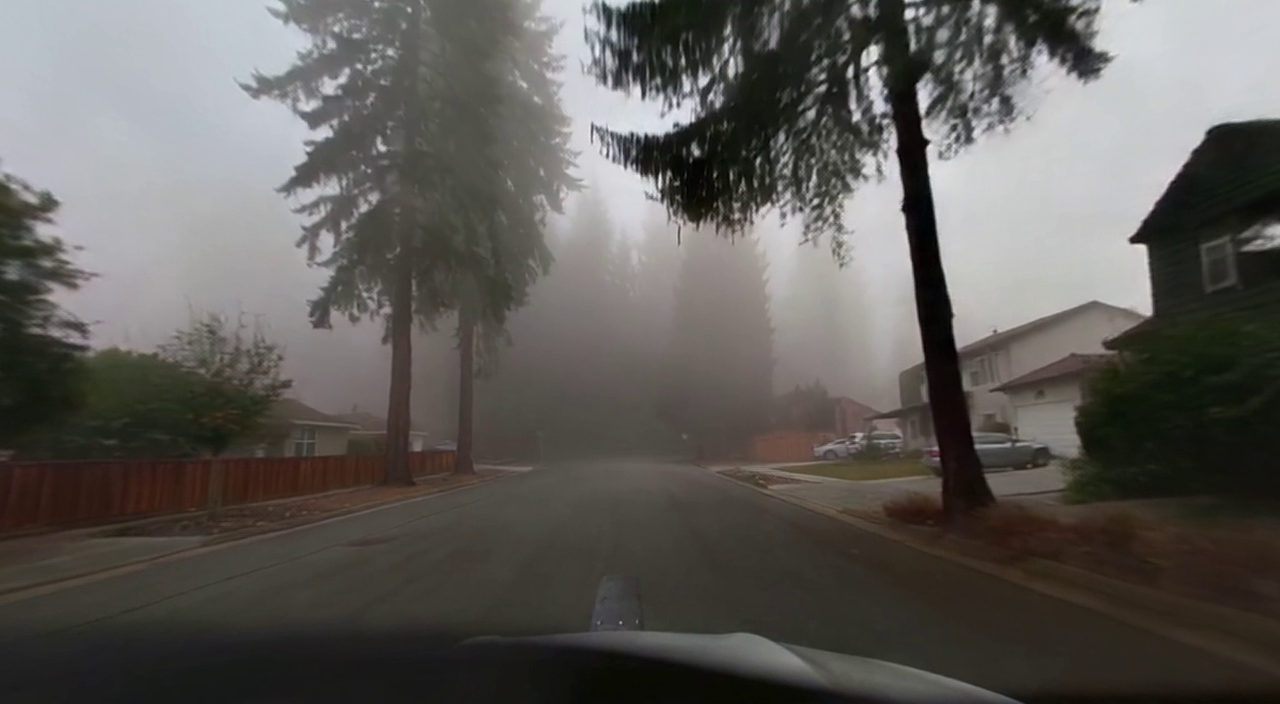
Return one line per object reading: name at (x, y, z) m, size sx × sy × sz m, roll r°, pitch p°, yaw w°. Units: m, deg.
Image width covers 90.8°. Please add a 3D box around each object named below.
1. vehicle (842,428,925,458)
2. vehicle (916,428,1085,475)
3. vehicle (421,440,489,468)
vehicle at (14.258, 5.379, 37.217) m, size 4.261 × 1.725 × 1.955 m, roll -2°, pitch -9°, yaw 13°
vehicle at (11.748, 3.261, 20.822) m, size 4.415 × 1.457 × 1.797 m, roll 0°, pitch -9°, yaw 1°
vehicle at (-12.744, 6.973, 43.350) m, size 4.656 × 1.835 × 2.039 m, roll -7°, pitch -11°, yaw 37°
